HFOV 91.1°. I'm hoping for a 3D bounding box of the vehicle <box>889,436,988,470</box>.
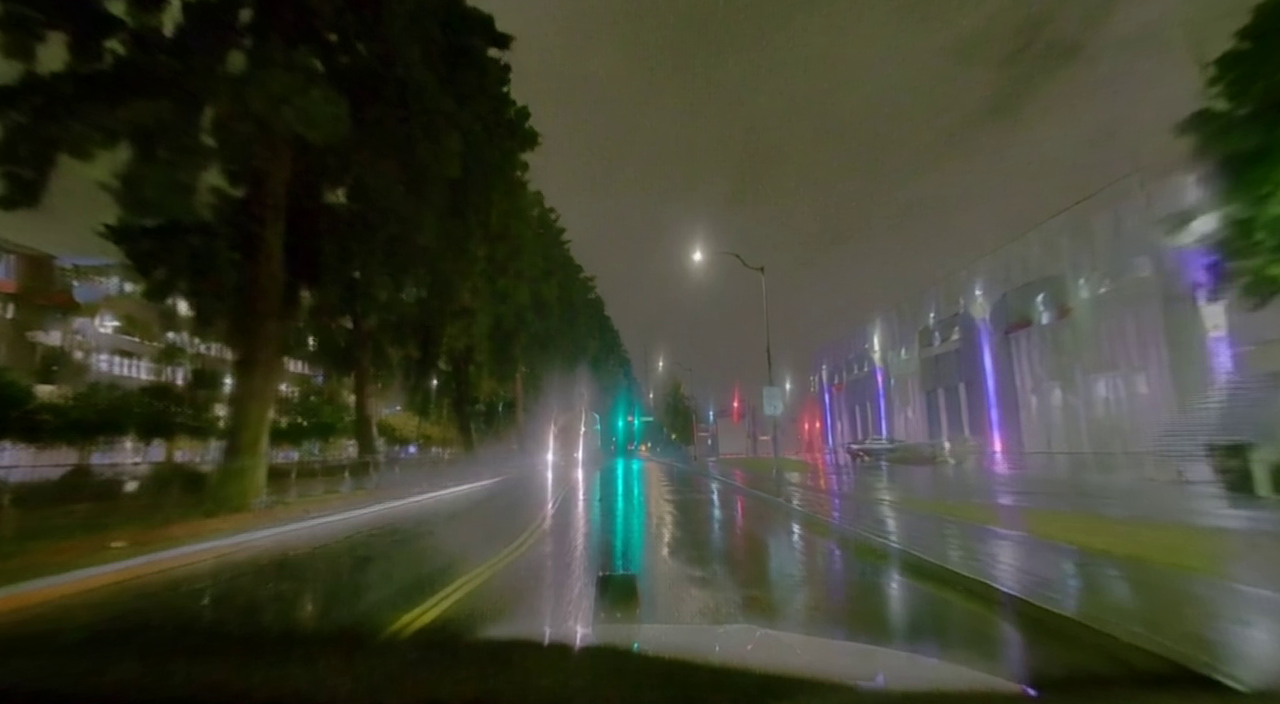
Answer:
[{"bbox_3d":[15.250,5.168,32.248,4.061,1.590,1.862,-1,-8,-1],"label":"vehicle"}]
